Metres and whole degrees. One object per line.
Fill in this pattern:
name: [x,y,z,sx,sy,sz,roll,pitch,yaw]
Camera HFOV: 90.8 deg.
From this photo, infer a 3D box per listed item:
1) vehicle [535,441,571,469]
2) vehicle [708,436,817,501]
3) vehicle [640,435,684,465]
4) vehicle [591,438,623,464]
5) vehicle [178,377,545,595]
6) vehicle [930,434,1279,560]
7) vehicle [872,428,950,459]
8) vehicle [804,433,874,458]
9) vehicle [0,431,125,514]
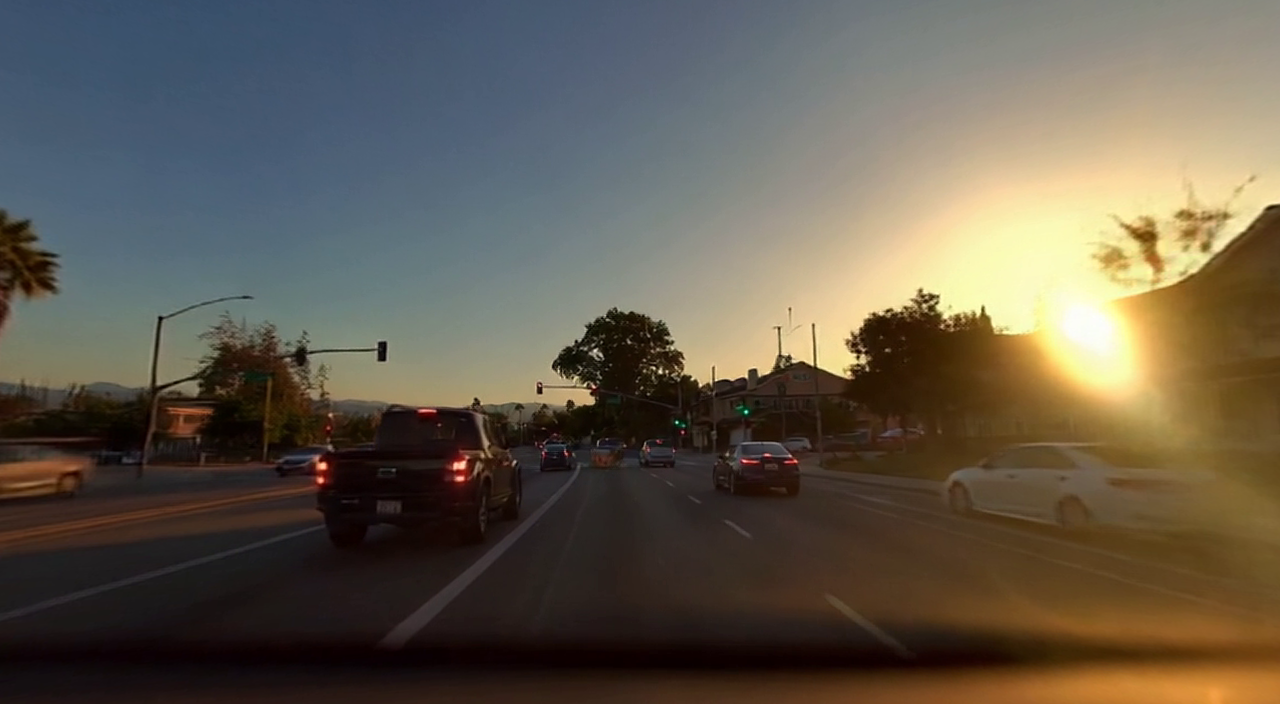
vehicle: [-5.049,6.031,37.127,1.864,1.505,4.202,1,-8,-5]
vehicle: [3.092,3.021,16.837,1.870,1.491,4.009,0,-8,-3]
vehicle: [1.413,6.796,43.894,2.391,1.960,5.600,1,-8,-5]
vehicle: [-2.539,7.432,47.647,2.164,1.867,4.254,1,-8,-6]
vehicle: [-2.976,1.660,8.920,2.354,1.948,6.355,0,-8,-1]
vehicle: [6.707,2.050,9.830,1.989,1.459,4.700,0,-8,-3]
vehicle: [16.256,5.527,38.200,2.058,1.766,4.563,1,-8,-10]
vehicle: [15.468,7.256,49.200,4.691,1.626,1.943,-1,-7,-10]
vehicle: [-16.699,3.099,16.515,2.292,1.990,5.714,1,-8,-8]
